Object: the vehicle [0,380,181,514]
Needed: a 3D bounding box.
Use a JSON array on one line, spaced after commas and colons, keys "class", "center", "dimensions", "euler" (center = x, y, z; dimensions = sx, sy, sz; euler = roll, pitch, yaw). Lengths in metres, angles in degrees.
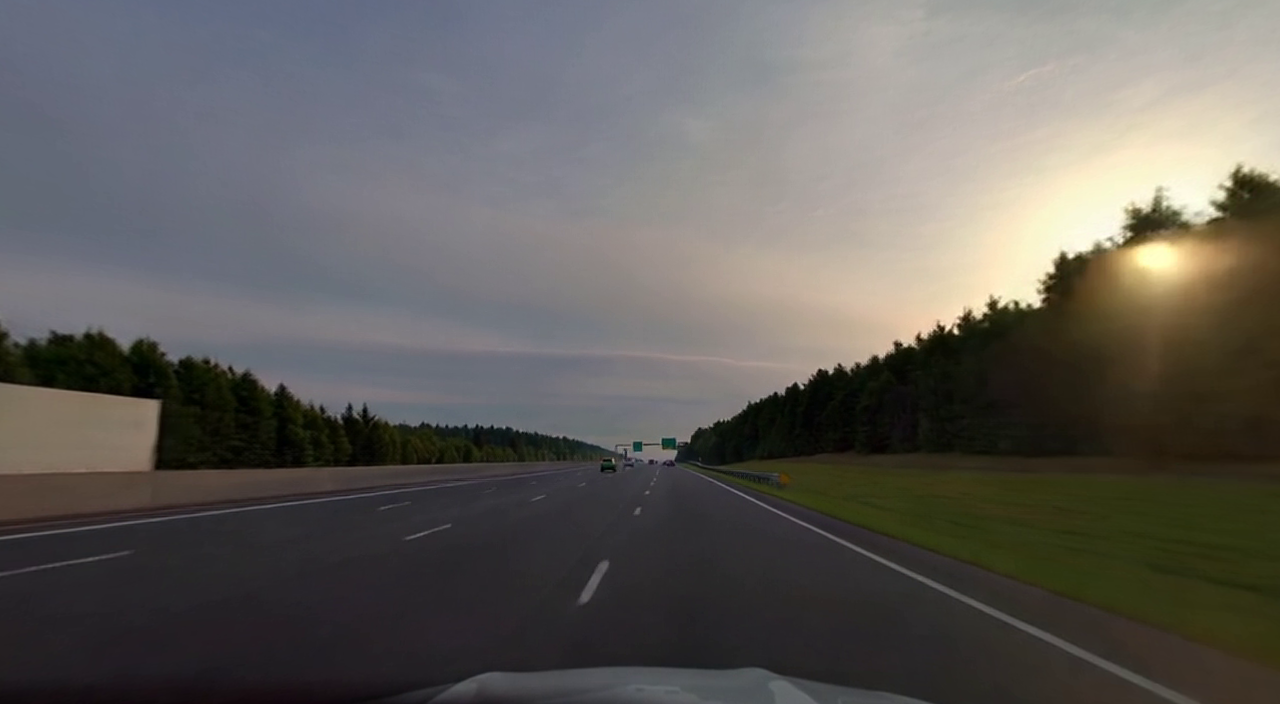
[{"class": "vehicle", "center": [-21.336, 2.881, 19.025], "dimensions": [2.899, 4.123, 15.577], "euler": [-1, -9, 2]}]
